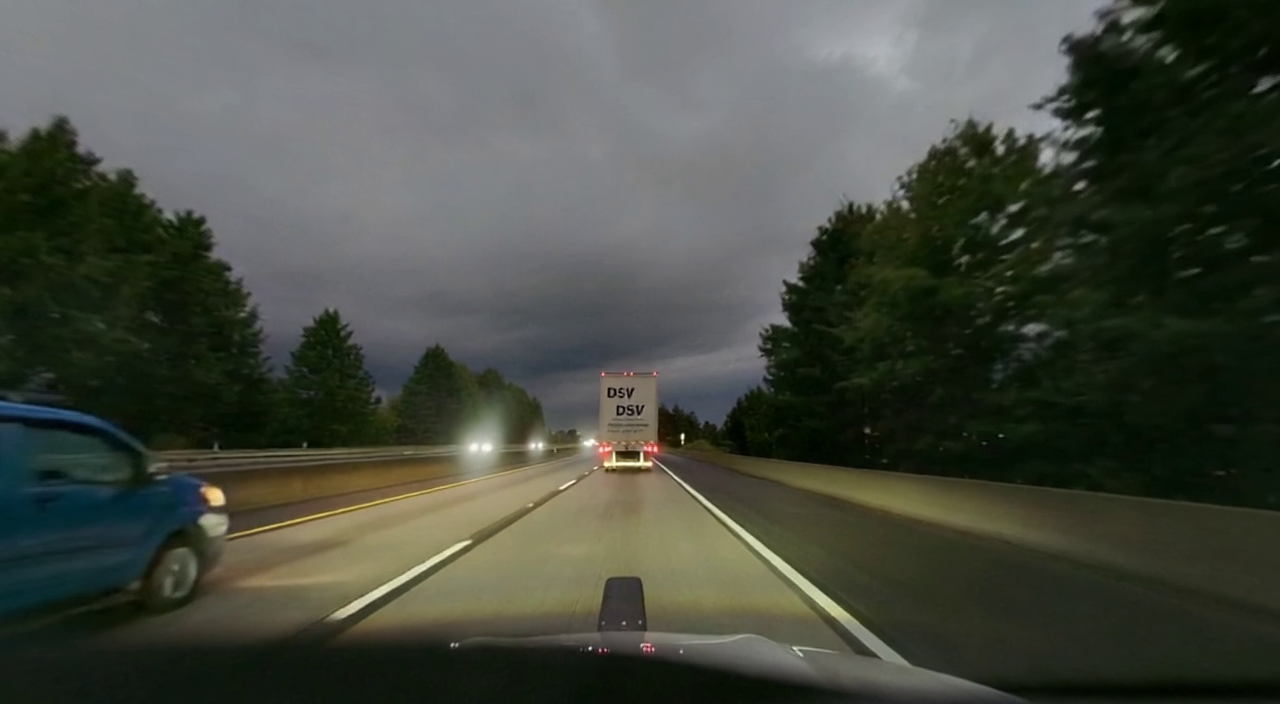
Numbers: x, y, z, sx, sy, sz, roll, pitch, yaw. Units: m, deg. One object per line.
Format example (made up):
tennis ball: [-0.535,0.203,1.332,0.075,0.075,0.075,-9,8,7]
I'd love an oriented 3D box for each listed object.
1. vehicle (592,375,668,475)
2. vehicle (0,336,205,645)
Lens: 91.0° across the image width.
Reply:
vehicle: [-0.542,3.620,30.083,2.969,3.957,10.270,0,-8,-2]
vehicle: [-4.777,0.714,3.023,2.086,1.778,4.544,0,-8,0]
